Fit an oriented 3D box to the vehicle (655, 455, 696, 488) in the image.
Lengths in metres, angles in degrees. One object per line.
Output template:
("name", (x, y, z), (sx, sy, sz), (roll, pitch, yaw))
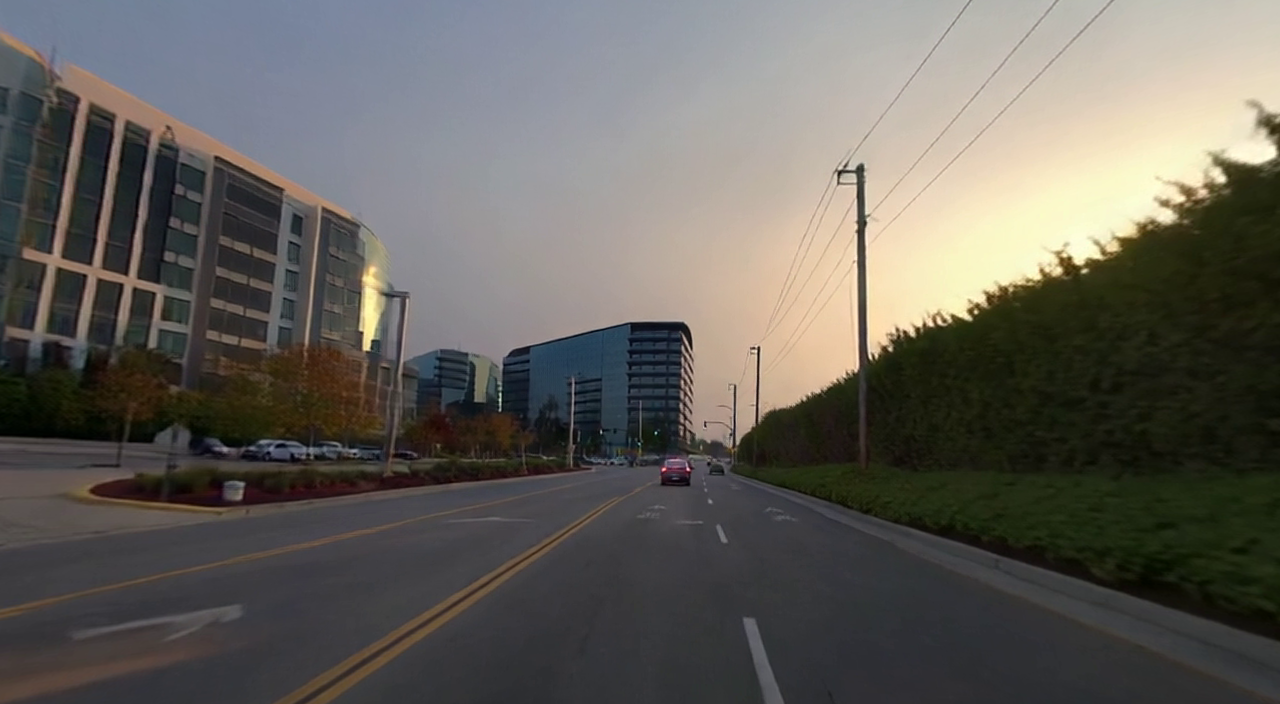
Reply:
("vehicle", (1.969, 6.440, 33.864), (2.067, 1.629, 3.858), (0, -10, 5))
